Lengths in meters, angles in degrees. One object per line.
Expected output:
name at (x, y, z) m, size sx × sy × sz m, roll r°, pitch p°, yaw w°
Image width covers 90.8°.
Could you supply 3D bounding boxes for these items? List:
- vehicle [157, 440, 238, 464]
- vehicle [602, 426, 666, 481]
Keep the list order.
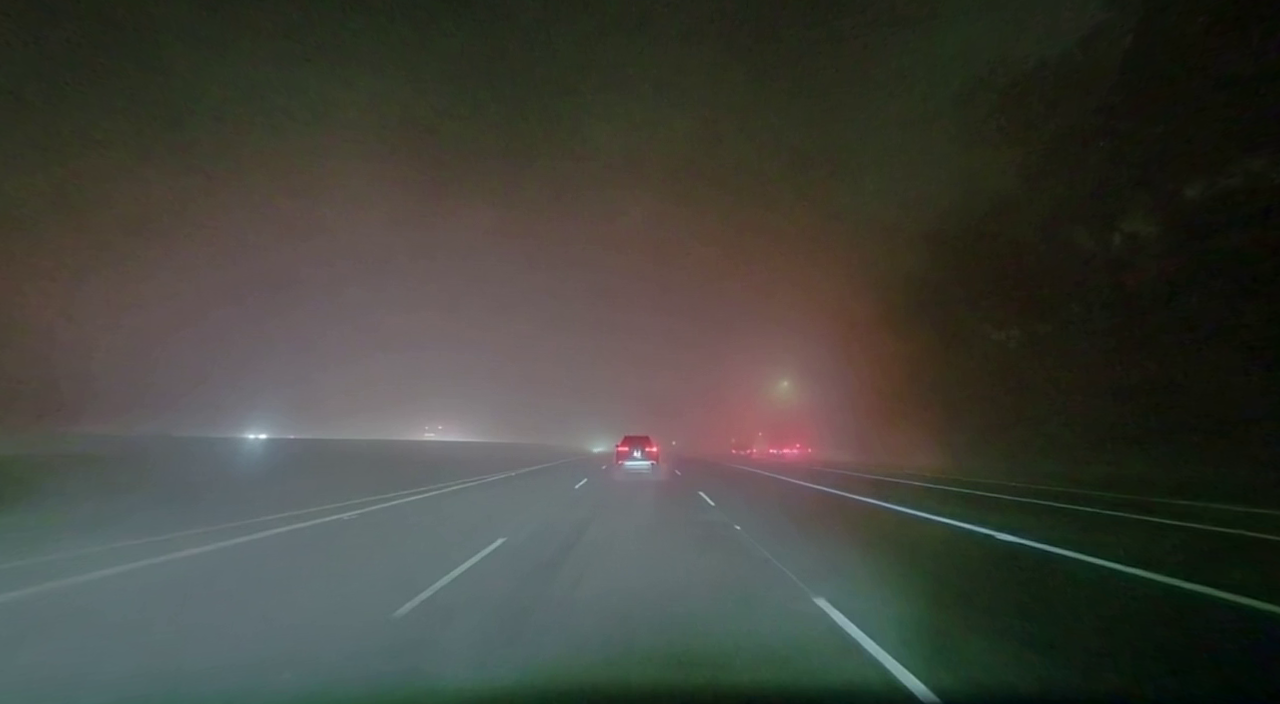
vehicle at (-29.710, 6.740, 42.644) m, size 1.917 × 1.509 × 4.817 m, roll 0°, pitch -8°, yaw 1°
vehicle at (-0.178, 3.911, 24.637) m, size 2.269 × 1.924 × 4.596 m, roll 0°, pitch -8°, yaw 1°
